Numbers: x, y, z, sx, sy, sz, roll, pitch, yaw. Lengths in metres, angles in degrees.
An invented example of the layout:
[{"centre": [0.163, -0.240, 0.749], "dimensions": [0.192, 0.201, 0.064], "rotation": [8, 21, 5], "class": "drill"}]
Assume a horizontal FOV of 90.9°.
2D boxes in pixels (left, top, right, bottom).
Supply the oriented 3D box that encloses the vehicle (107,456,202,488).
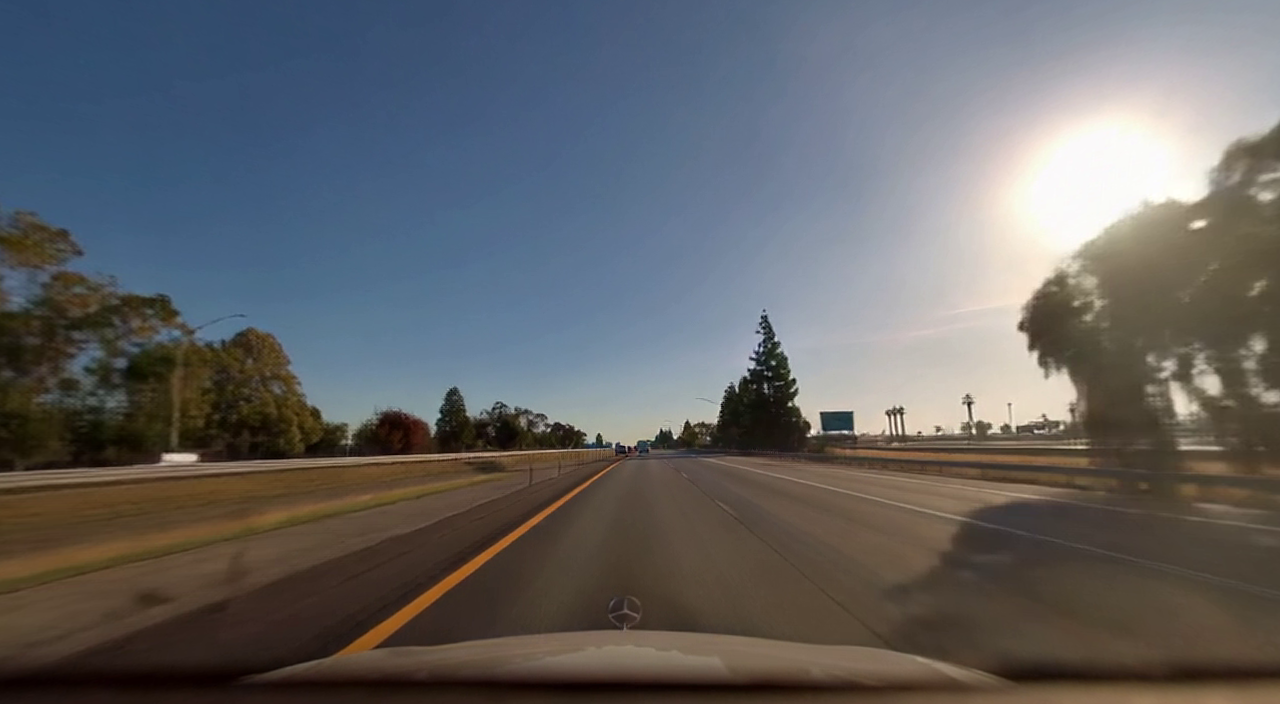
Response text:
[{"centre": [-27.876, 6.859, 36.404], "dimensions": [1.849, 1.591, 4.504], "rotation": [0, -8, 0], "class": "vehicle"}]
